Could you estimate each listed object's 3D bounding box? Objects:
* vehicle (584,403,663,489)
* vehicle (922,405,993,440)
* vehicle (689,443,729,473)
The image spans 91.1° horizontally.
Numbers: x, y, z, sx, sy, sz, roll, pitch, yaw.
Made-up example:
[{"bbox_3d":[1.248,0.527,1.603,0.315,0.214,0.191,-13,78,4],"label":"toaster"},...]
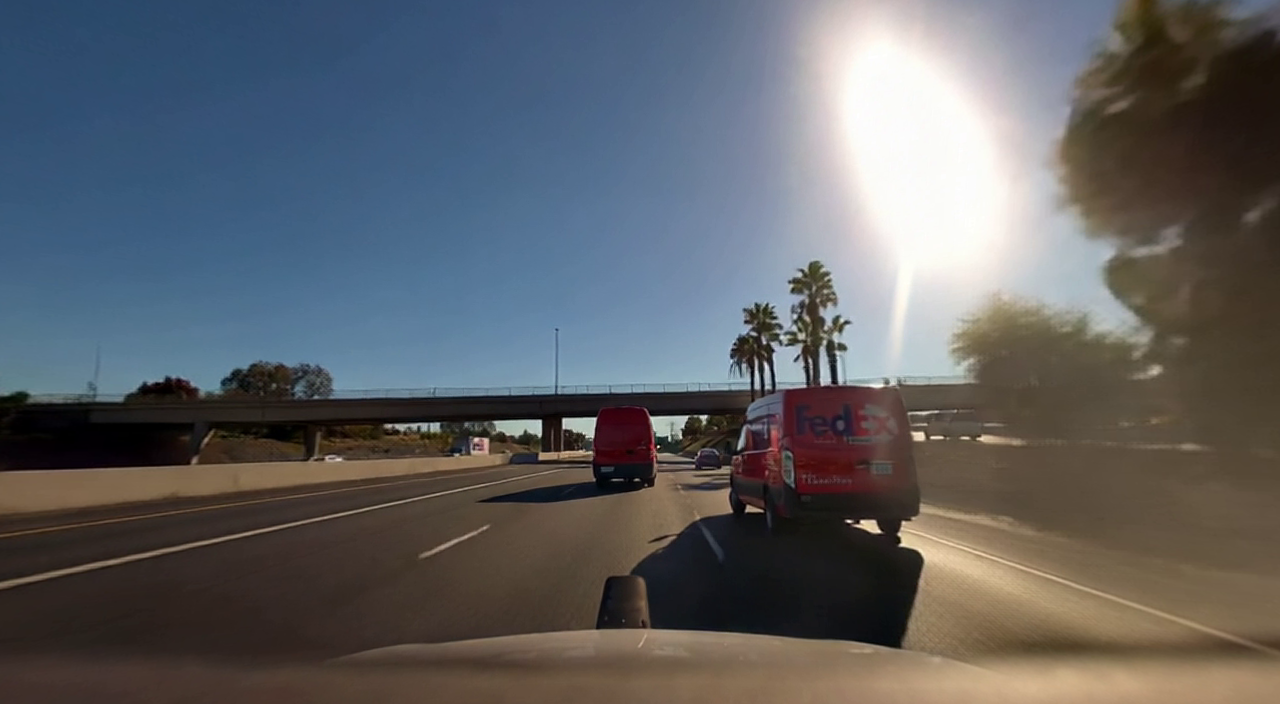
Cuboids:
[{"bbox_3d":[-0.444,3.491,23.277,2.476,2.776,5.598,-1,-9,3],"label":"vehicle"},{"bbox_3d":[22.830,5.173,45.431,2.445,2.240,5.659,-1,-9,4],"label":"vehicle"},{"bbox_3d":[4.032,6.273,37.418,1.987,1.648,3.984,0,-9,1],"label":"vehicle"}]
